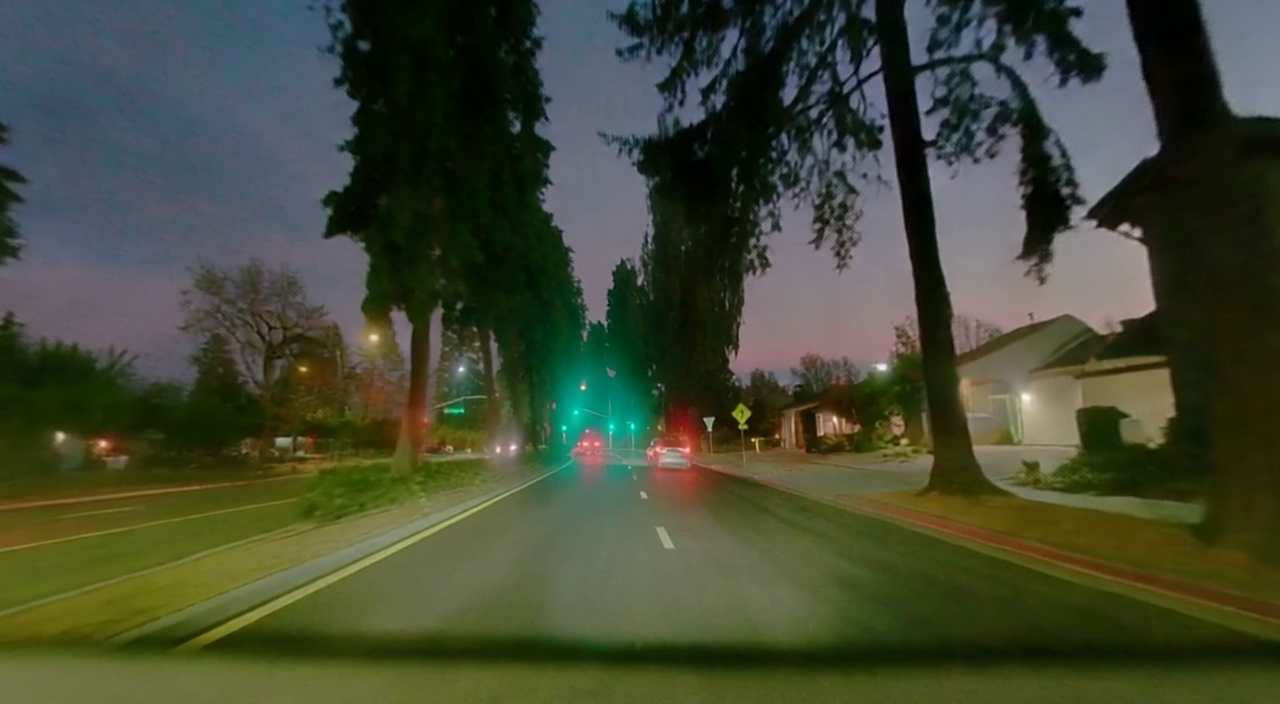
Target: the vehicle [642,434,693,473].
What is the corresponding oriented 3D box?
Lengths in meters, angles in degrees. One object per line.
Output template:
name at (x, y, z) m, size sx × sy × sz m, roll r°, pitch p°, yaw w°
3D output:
vehicle at (1.234, 4.860, 30.326) m, size 1.990 × 1.707 × 4.225 m, roll 0°, pitch -8°, yaw -4°
